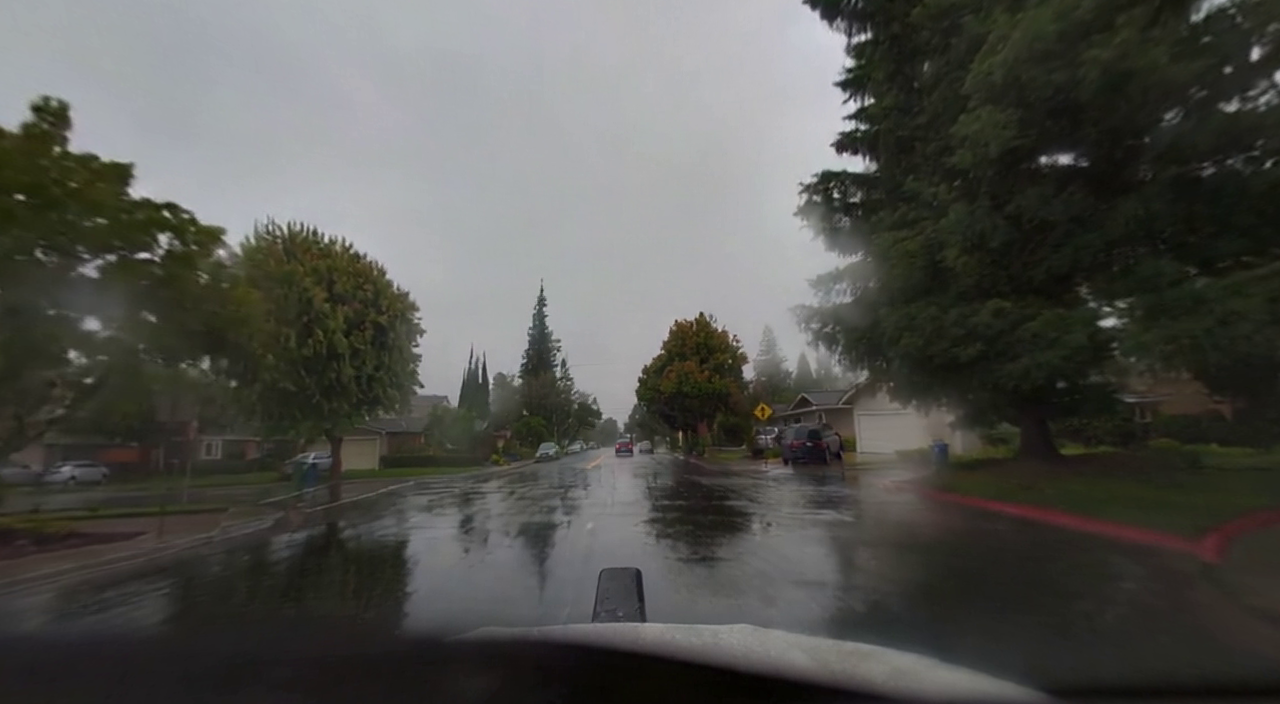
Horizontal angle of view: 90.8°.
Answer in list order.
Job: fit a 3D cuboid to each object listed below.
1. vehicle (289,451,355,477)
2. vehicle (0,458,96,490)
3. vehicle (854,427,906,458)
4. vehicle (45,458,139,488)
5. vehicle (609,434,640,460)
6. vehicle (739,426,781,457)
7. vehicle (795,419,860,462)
[{"bbox_3d":[-20.205,7.139,40.378,1.917,1.499,4.569,0,-8,0],"label":"vehicle"},{"bbox_3d":[-36.523,7.528,39.101,2.016,1.746,4.125,0,-8,-1],"label":"vehicle"},{"bbox_3d":[12.714,4.814,33.677,1.972,1.528,3.891,-2,-9,13],"label":"vehicle"},{"bbox_3d":[-33.714,7.425,39.052,1.978,1.666,4.230,0,-8,0],"label":"vehicle"},{"bbox_3d":[-1.063,6.820,45.403,2.116,1.711,4.155,0,-8,-1],"label":"vehicle"},{"bbox_3d":[7.582,5.721,40.280,2.130,1.836,4.464,-1,-8,5],"label":"vehicle"},{"bbox_3d":[9.390,4.522,32.098,2.333,1.933,5.662,-1,-8,8],"label":"vehicle"}]
